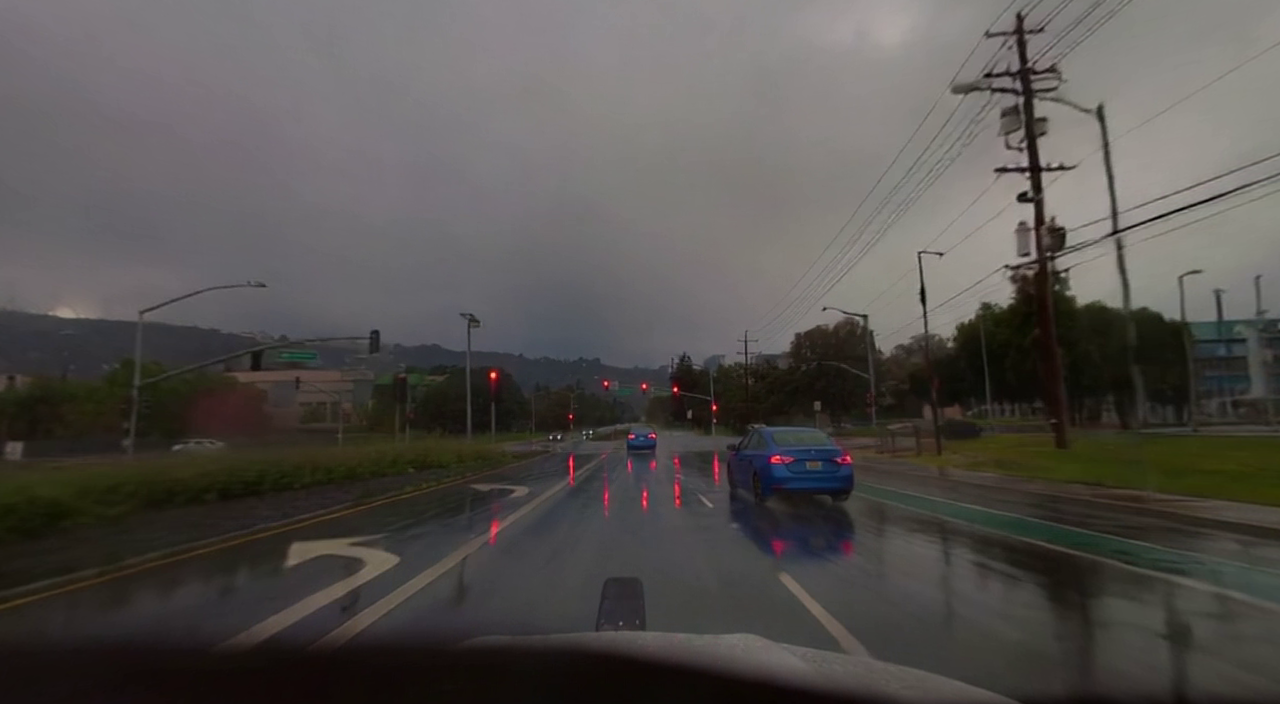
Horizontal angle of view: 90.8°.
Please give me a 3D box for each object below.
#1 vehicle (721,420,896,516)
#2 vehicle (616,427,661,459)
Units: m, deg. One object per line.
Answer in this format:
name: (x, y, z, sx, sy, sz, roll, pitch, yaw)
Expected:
vehicle: (2.849, 2.088, 11.823, 2.004, 1.448, 4.263, 0, -8, -1)
vehicle: (-0.072, 4.540, 31.542, 2.110, 1.466, 3.860, 0, -8, 0)
